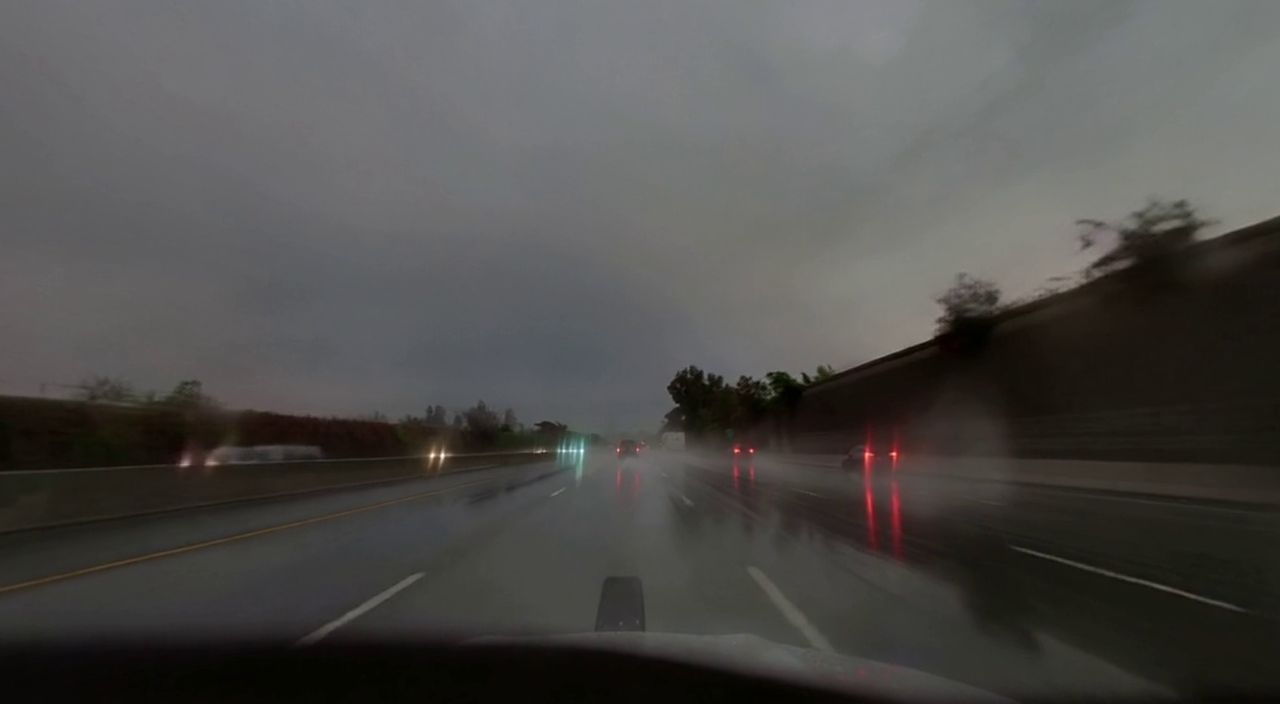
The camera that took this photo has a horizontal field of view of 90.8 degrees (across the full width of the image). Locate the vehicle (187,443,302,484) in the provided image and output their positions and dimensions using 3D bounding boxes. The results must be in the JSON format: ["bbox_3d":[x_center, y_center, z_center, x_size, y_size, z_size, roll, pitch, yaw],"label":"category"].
[{"bbox_3d":[-15.020,4.230,24.289,1.875,1.440,3.887,0,-9,0],"label":"vehicle"}]

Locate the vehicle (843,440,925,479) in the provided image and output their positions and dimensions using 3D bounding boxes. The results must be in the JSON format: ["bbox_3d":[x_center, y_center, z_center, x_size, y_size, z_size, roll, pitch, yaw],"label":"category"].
[{"bbox_3d":[11.138,4.921,29.183,1.912,1.673,4.438,0,-9,-1],"label":"vehicle"}]

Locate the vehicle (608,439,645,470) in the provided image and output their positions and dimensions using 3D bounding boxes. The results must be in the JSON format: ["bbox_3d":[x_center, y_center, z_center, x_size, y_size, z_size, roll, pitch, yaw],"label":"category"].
[{"bbox_3d":[-0.821,6.252,38.610,2.121,1.739,4.087,0,-9,-1],"label":"vehicle"}]
